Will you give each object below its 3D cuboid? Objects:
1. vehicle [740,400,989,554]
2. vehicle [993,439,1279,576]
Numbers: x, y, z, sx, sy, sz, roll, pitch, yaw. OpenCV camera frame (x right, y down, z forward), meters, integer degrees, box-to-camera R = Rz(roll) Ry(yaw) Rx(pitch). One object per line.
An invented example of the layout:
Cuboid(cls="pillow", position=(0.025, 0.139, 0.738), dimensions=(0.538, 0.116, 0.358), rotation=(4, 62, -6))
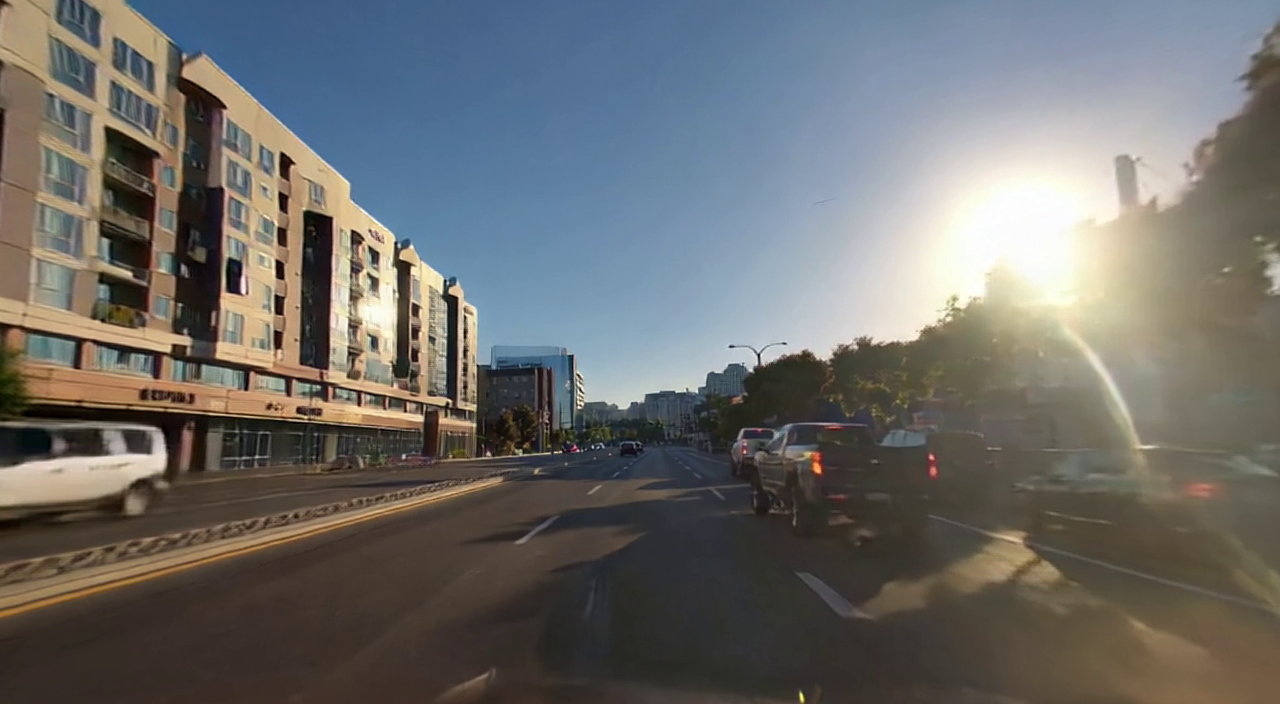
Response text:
Cuboid(cls="vehicle", position=(3.013, 1.829, 9.971), dimensions=(2.130, 1.787, 5.126), rotation=(0, -8, 1))
Cuboid(cls="vehicle", position=(7.154, 1.998, 9.006), dimensions=(1.795, 1.459, 4.333), rotation=(0, -8, 1))
